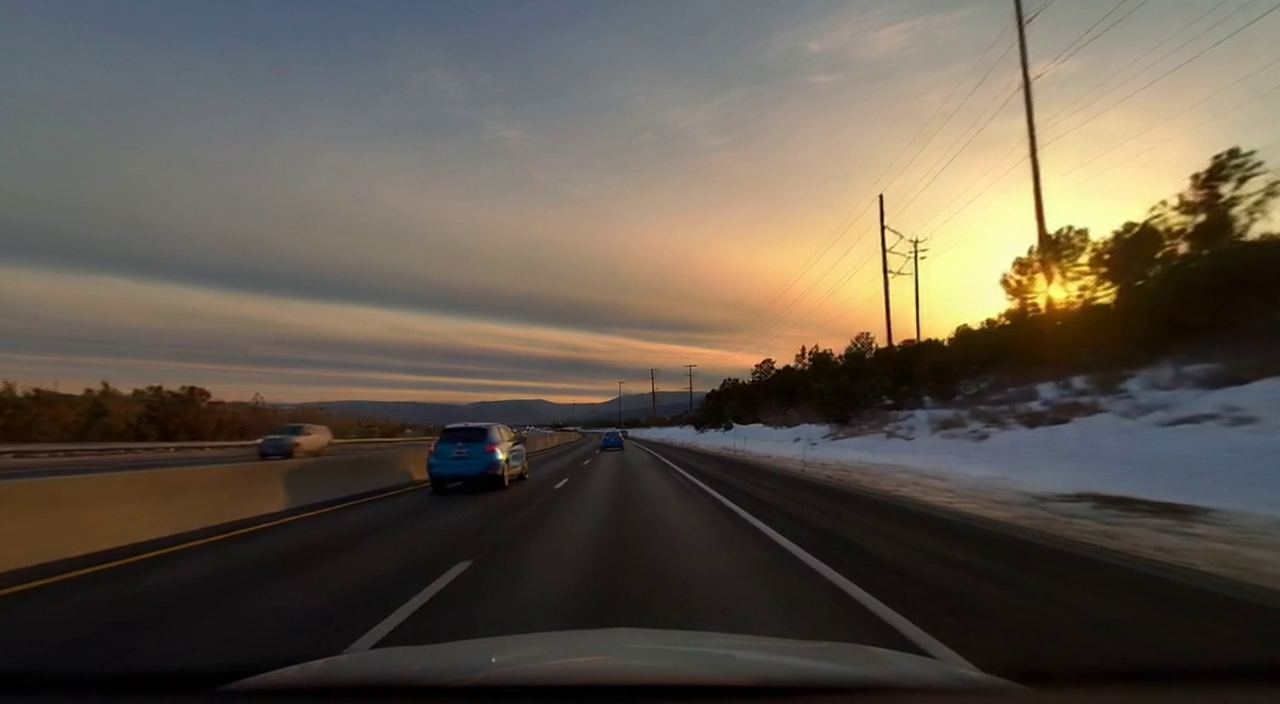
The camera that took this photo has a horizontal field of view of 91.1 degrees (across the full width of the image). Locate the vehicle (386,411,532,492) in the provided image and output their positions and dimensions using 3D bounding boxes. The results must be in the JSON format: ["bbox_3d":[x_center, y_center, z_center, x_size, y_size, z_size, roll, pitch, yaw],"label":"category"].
[{"bbox_3d":[-4.285,2.463,15.943,2.189,1.704,5.205,0,-8,0],"label":"vehicle"}]

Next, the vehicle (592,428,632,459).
[{"bbox_3d":[-1.465,4.910,33.822,1.999,1.536,3.969,0,-8,-1],"label":"vehicle"}]

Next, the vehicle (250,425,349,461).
[{"bbox_3d":[-15.028,4.036,28.052,1.936,1.498,4.485,0,-8,0],"label":"vehicle"}]
